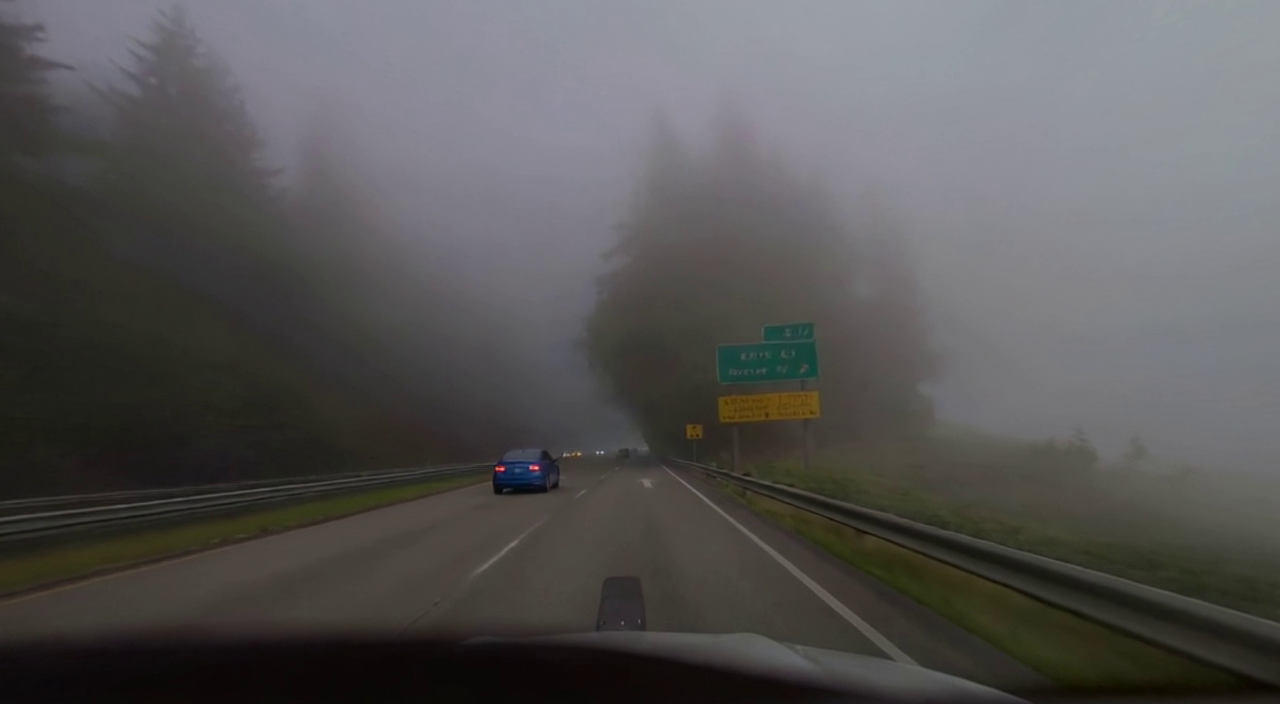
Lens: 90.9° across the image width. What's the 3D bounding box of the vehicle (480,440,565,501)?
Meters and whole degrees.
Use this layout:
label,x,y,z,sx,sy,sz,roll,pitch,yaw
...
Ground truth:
label,x,y,z,sx,sy,sz,roll,pitch,yaw
vehicle,-3.239,3.335,18.038,1.675,1.537,3.574,-1,-9,1
